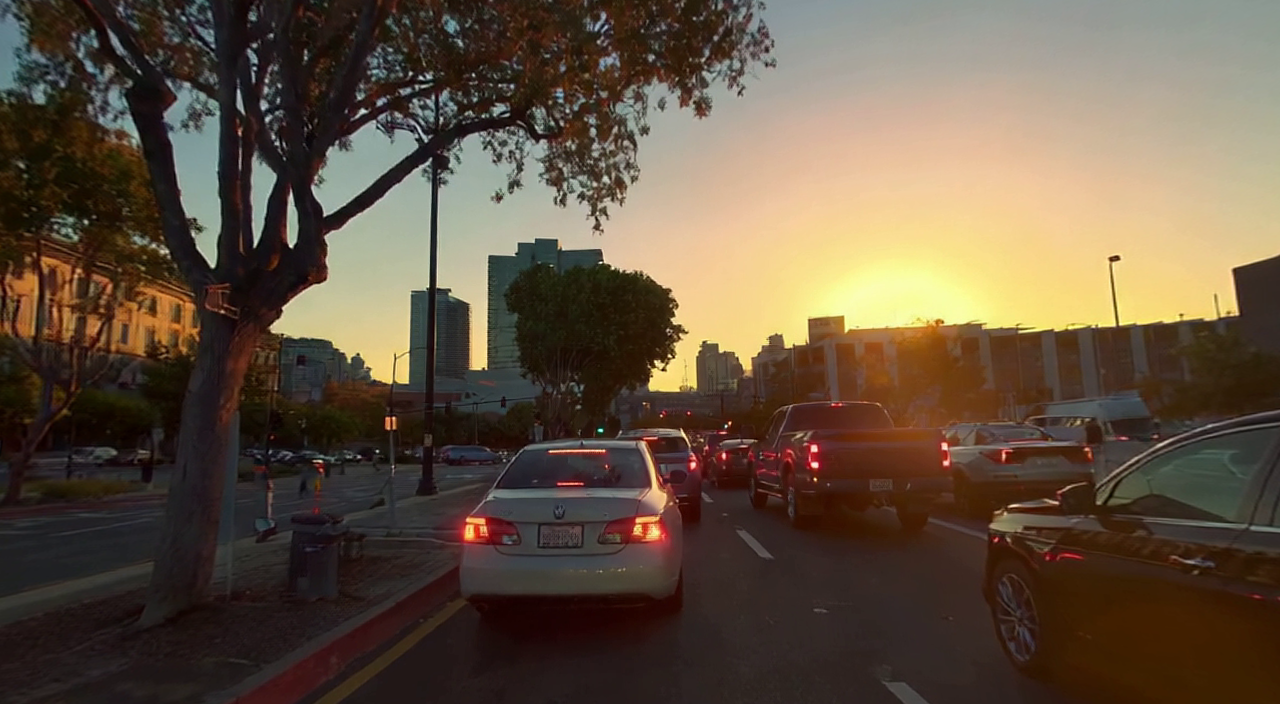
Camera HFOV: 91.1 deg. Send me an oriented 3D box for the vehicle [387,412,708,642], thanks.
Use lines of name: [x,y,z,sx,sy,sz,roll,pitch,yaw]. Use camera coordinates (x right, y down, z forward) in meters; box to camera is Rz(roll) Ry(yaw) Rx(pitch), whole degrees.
vehicle: [-0.571,1.501,6.440,2.172,1.536,4.250,0,-9,2]

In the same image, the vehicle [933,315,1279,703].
vehicle: [3.161,0.763,2.204,2.024,1.723,4.714,0,-9,1]

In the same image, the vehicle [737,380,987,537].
vehicle: [3.542,1.919,11.753,2.497,2.186,5.890,0,-9,0]
